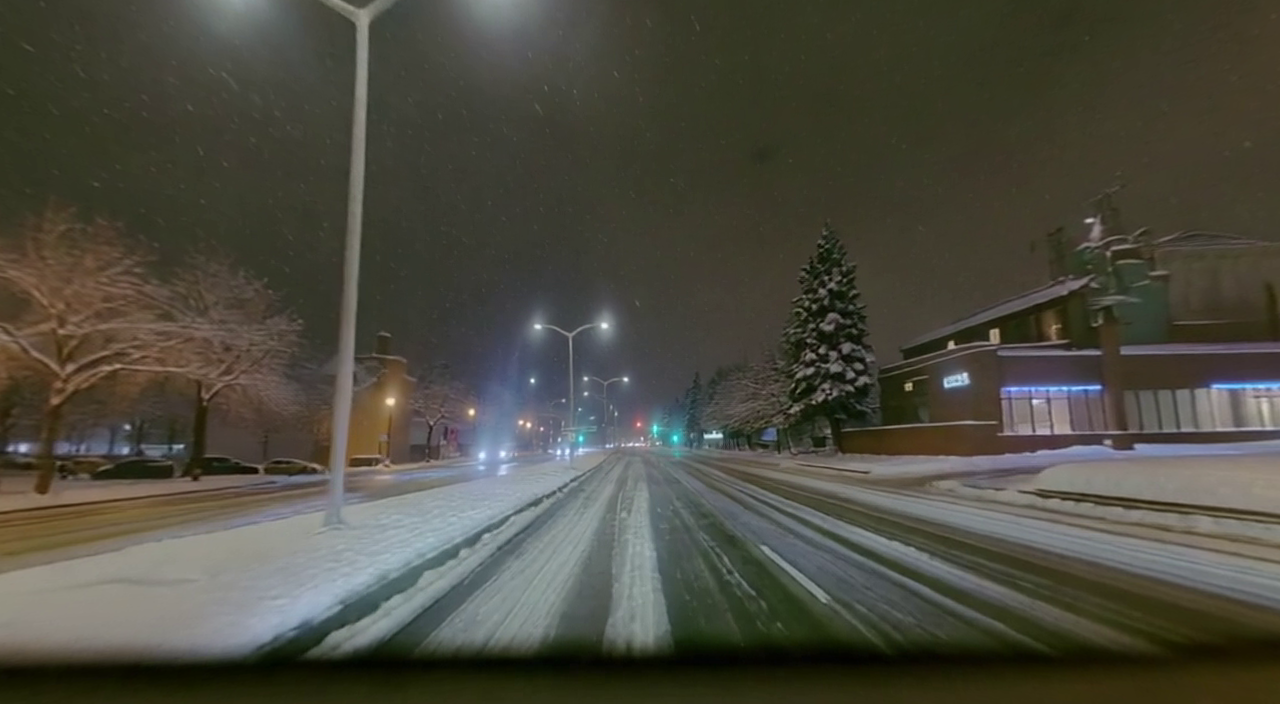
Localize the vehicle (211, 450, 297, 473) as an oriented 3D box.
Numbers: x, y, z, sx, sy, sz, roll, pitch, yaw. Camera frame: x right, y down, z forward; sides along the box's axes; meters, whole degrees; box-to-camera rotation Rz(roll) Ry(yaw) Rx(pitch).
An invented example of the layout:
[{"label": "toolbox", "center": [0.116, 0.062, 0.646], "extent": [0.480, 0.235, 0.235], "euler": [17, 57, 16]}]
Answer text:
[{"label": "vehicle", "center": [-24.328, 6.906, 40.040], "extent": [4.296, 1.406, 1.920], "euler": [3, -9, -21]}]

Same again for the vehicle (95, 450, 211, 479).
[{"label": "vehicle", "center": [-26.564, 6.125, 34.713], "extent": [4.623, 1.462, 2.069], "euler": [4, -9, -25]}]

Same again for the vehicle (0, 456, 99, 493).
[{"label": "vehicle", "center": [-26.229, 5.195, 26.891], "extent": [4.449, 1.408, 1.908], "euler": [5, -10, -29]}]
